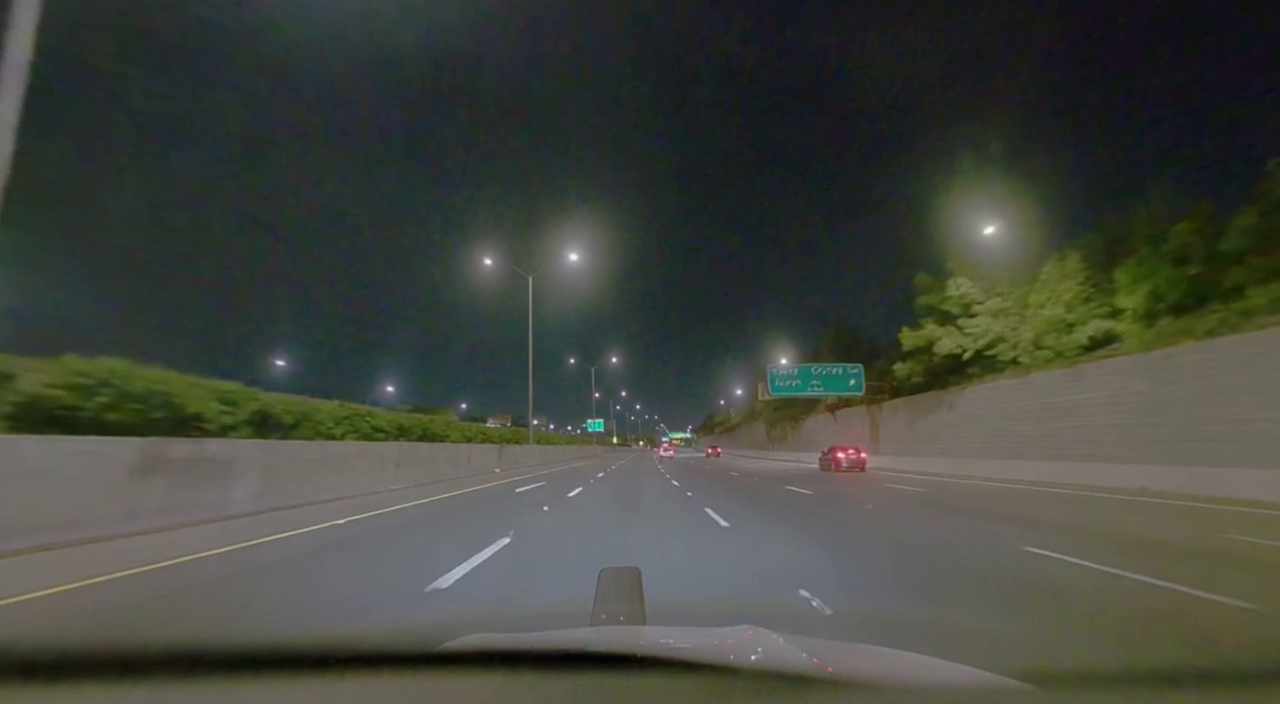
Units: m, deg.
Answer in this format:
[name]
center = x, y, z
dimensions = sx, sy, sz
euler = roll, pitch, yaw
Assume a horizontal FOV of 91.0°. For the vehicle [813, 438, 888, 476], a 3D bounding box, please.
[vehicle]
center = 10.460, 5.248, 31.660
dimensions = 2.167, 1.781, 4.340
euler = 0, -9, -1
